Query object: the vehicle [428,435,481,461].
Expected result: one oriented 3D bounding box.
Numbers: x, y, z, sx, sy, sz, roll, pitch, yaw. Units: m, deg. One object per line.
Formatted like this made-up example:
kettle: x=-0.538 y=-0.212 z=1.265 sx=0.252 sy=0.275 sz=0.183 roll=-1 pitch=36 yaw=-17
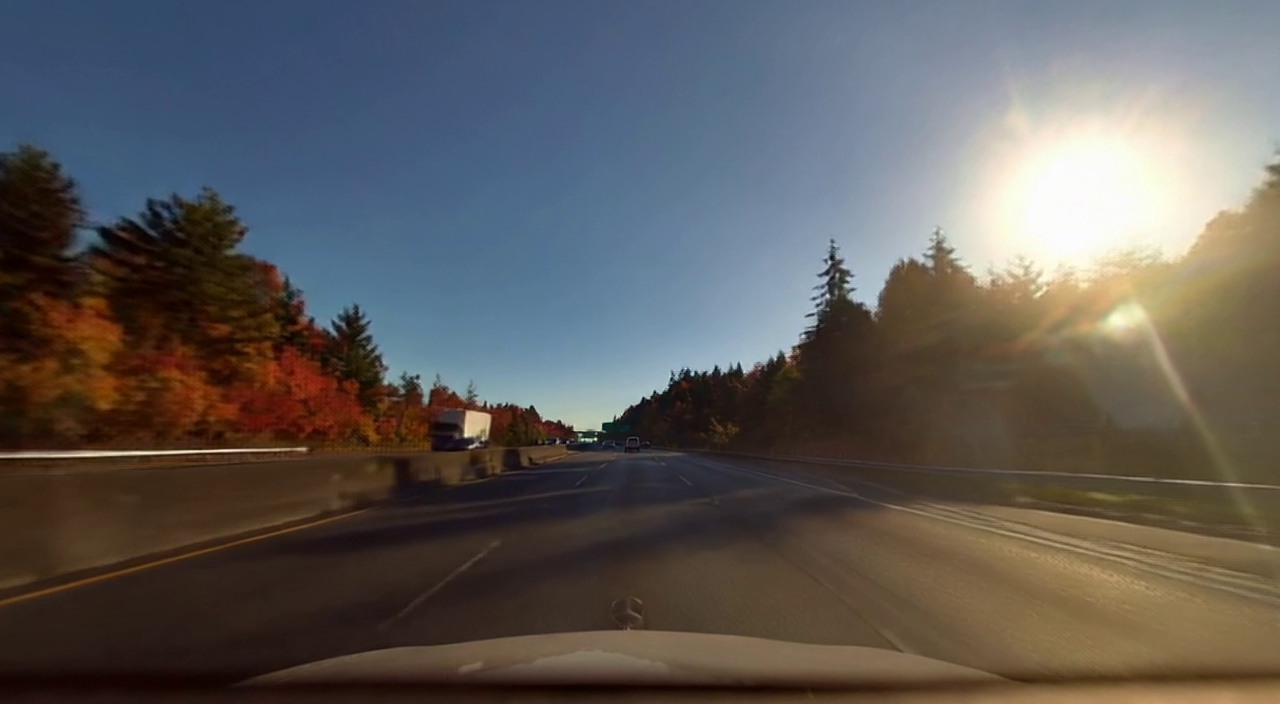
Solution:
vehicle: x=-11.469 y=5.953 z=39.133 sx=1.904 sy=1.504 sz=4.525 roll=0 pitch=-8 yaw=0
